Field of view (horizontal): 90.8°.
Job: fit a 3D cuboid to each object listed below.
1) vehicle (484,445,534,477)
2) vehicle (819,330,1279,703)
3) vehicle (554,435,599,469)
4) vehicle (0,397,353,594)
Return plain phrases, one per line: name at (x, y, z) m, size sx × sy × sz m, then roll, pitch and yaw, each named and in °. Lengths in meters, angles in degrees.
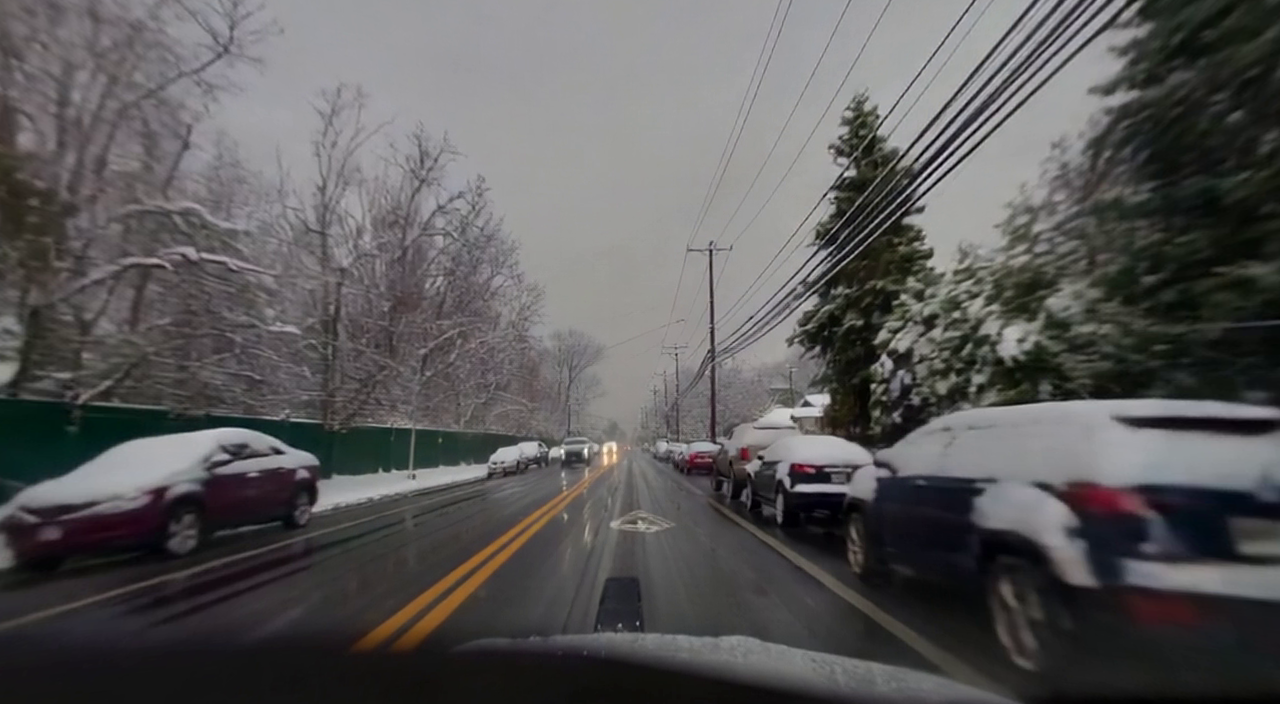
vehicle at (-6.921, 5.770, 33.746) m, size 1.866 × 1.487 × 4.416 m, roll -1°, pitch -8°, yaw -2°
vehicle at (3.315, 1.176, 4.767) m, size 2.338 × 1.822 × 4.877 m, roll 0°, pitch -9°, yaw -2°
vehicle at (-3.863, 6.209, 39.327) m, size 2.194 × 1.935 × 4.807 m, roll 0°, pitch -9°, yaw 1°
vehicle at (-6.688, 1.911, 9.573) m, size 2.195 × 2.033 × 5.741 m, roll -1°, pitch -8°, yaw -2°
